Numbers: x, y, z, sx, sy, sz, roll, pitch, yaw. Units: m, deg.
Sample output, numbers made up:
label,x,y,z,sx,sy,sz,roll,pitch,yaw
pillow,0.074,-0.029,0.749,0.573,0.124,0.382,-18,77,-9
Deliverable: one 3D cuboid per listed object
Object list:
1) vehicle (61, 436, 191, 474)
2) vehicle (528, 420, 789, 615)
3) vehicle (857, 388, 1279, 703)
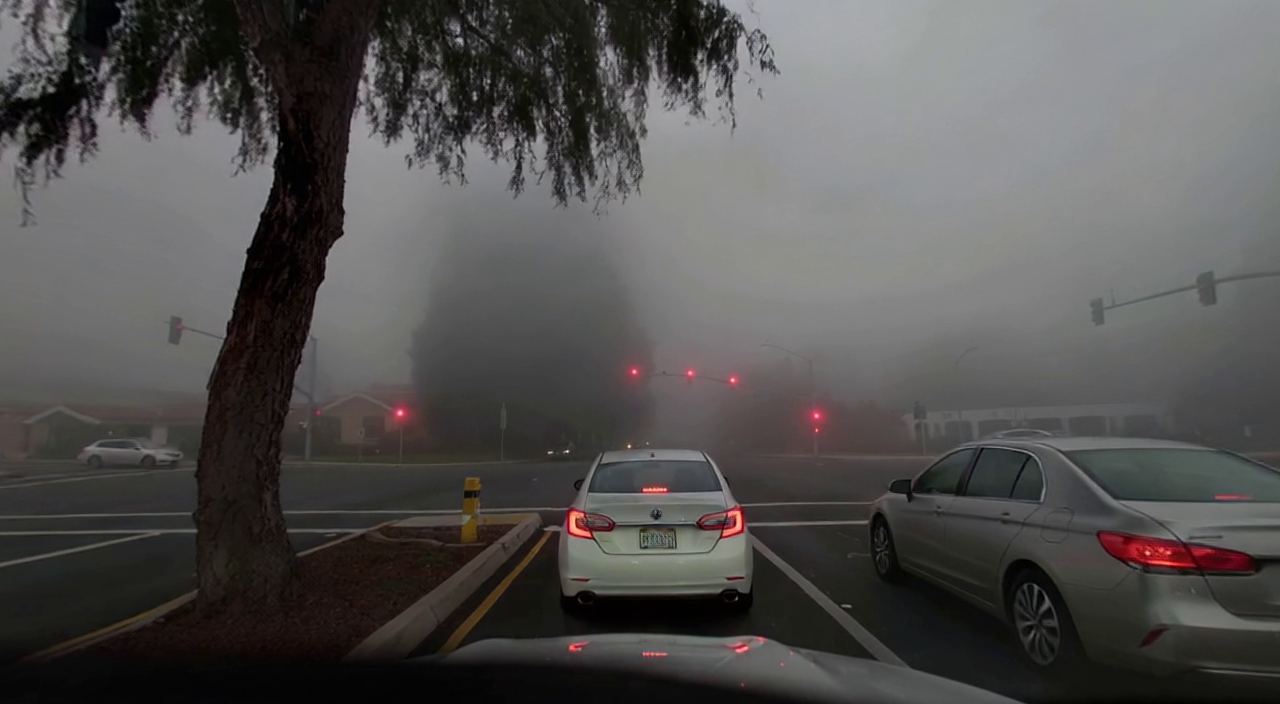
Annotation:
label,x,y,z,sx,sy,sz,roll,pitch,yaw
vehicle,-24.329,4.883,29.985,4.450,1.684,1.894,0,-8,0
vehicle,0.102,1.563,6.877,2.017,1.485,3.813,0,-8,-1
vehicle,3.170,1.124,3.901,1.931,1.493,4.555,0,-8,-1
